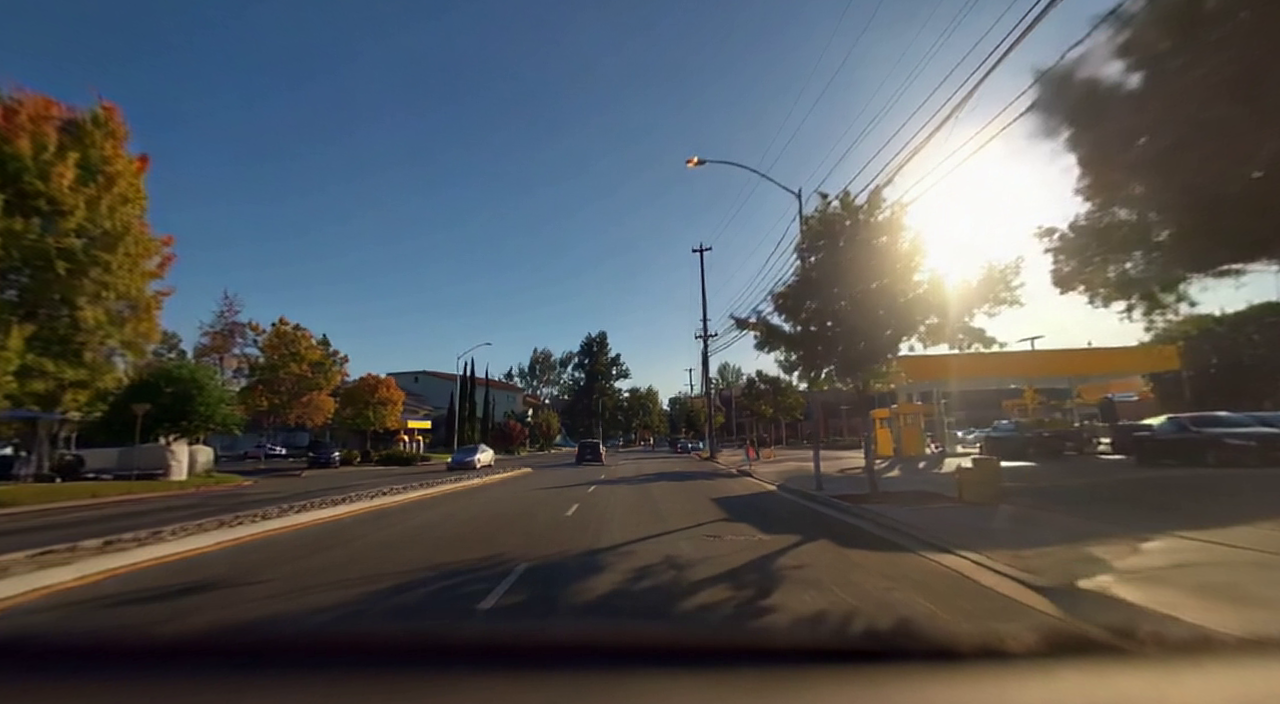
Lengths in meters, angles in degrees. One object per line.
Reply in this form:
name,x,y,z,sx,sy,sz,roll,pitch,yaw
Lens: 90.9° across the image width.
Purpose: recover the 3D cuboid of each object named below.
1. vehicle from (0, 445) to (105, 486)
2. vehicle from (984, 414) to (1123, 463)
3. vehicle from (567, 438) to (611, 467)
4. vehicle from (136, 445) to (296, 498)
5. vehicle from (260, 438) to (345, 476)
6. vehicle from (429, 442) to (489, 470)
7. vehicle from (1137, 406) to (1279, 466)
vehicle,-22.987,4.197,23.483,4.219,1.431,1.999,0,-8,-1
vehicle,18.327,3.819,28.306,2.020,1.972,4.983,3,-7,-16
vehicle,-2.815,5.599,35.382,2.073,1.525,3.968,0,-8,1
vehicle,-13.974,3.930,21.208,2.091,1.538,4.451,-1,-8,4
vehicle,-20.612,6.346,38.449,5.575,2.142,1.996,-5,-10,33
vehicle,-10.315,5.964,36.367,2.021,1.480,4.800,0,-8,1
vehicle,17.823,2.446,18.349,4.943,1.646,2.072,0,-8,0
